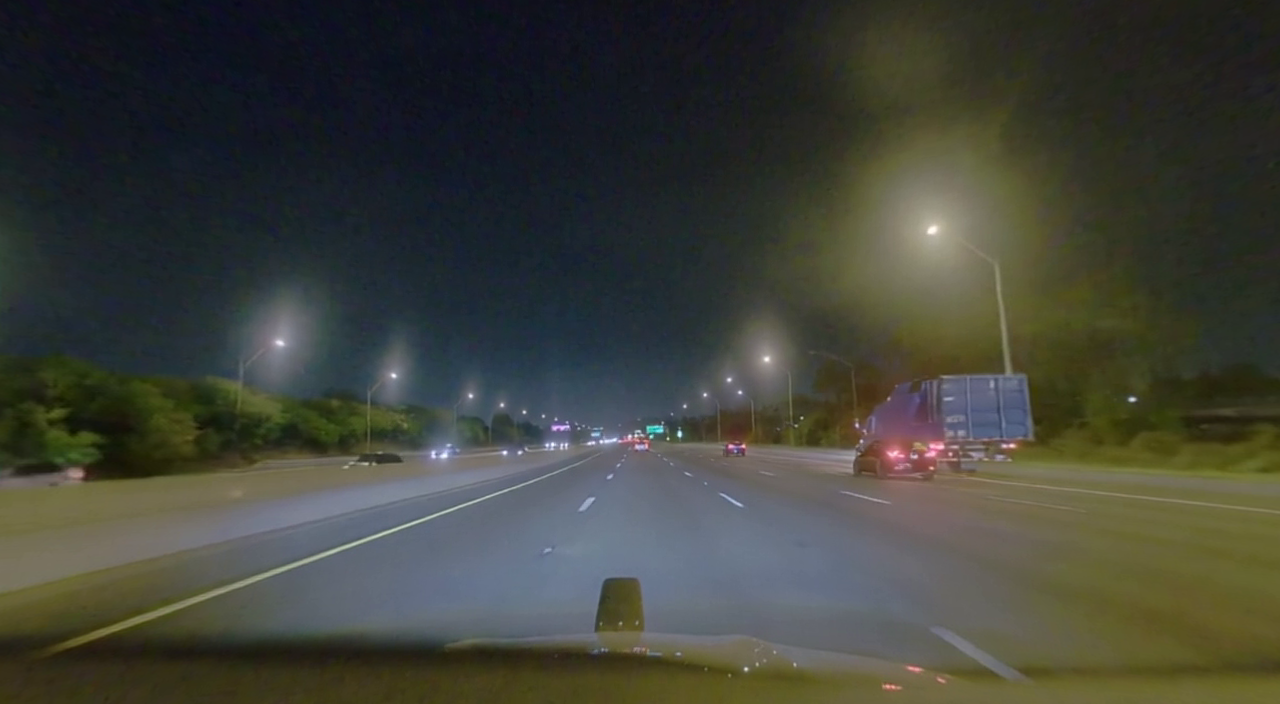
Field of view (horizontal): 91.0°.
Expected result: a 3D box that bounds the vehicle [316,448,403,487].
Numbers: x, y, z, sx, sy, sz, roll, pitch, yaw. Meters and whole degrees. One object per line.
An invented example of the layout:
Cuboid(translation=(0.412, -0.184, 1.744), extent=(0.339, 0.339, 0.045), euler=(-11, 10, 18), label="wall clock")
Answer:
Cuboid(translation=(-11.947, 4.912, 27.099), extent=(1.873, 1.507, 3.906), euler=(0, -9, 1), label="vehicle")

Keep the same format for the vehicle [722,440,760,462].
Cuboid(translation=(7.600, 7.468, 47.694), extent=(2.053, 1.553, 4.463), euler=(0, -9, -1), label="vehicle")

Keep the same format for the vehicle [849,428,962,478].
Cuboid(translation=(11.151, 4.326, 27.076), extent=(2.387, 1.936, 5.646), euler=(0, -9, 0), label="vehicle")
